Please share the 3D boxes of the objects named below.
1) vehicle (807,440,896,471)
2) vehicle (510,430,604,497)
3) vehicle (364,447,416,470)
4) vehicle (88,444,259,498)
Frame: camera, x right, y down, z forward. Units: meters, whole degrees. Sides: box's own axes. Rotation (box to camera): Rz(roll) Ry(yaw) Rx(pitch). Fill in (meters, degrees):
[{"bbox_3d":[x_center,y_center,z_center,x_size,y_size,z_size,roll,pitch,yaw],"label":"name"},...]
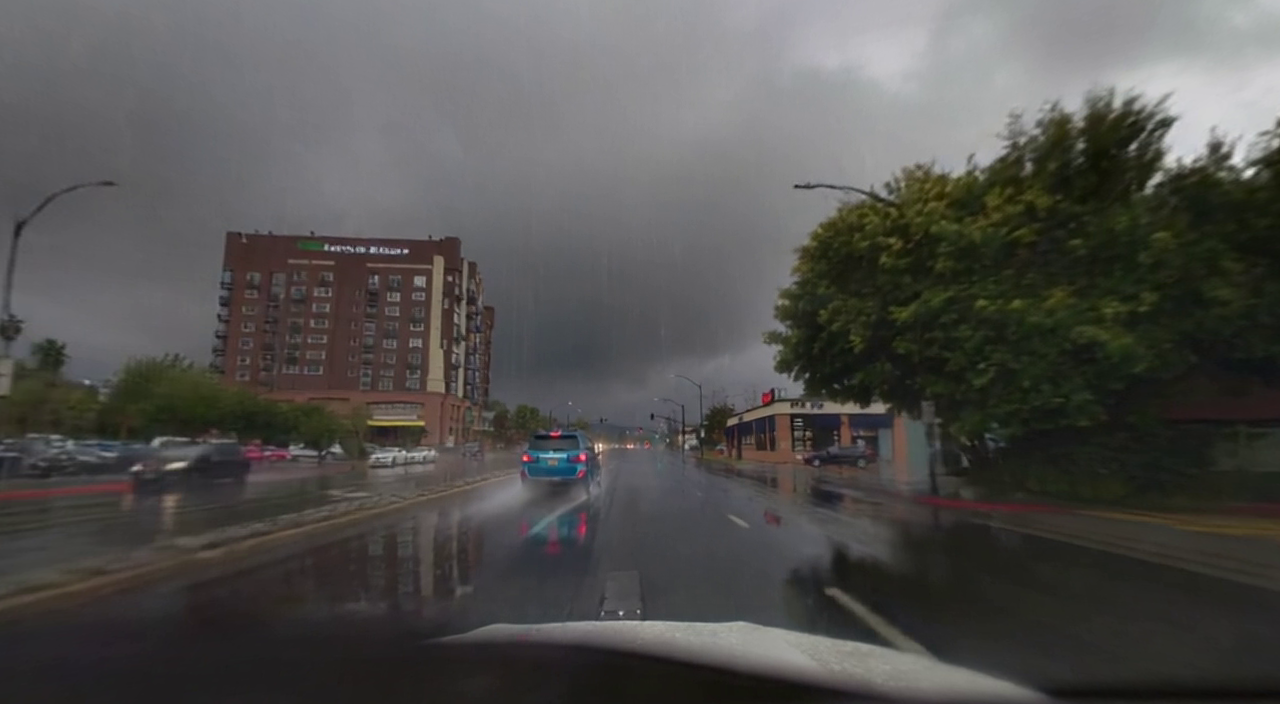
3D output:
[{"bbox_3d":[14.863,7.319,44.651,2.589,1.989,5.779,4,-10,-26],"label":"vehicle"},{"bbox_3d":[-2.272,3.185,18.266,2.080,1.722,3.766,0,-9,2],"label":"vehicle"},{"bbox_3d":[-17.756,7.563,44.929,1.852,1.481,4.660,0,-9,-1],"label":"vehicle"},{"bbox_3d":[-14.498,3.687,19.966,1.909,1.490,4.531,0,-9,1],"label":"vehicle"}]
